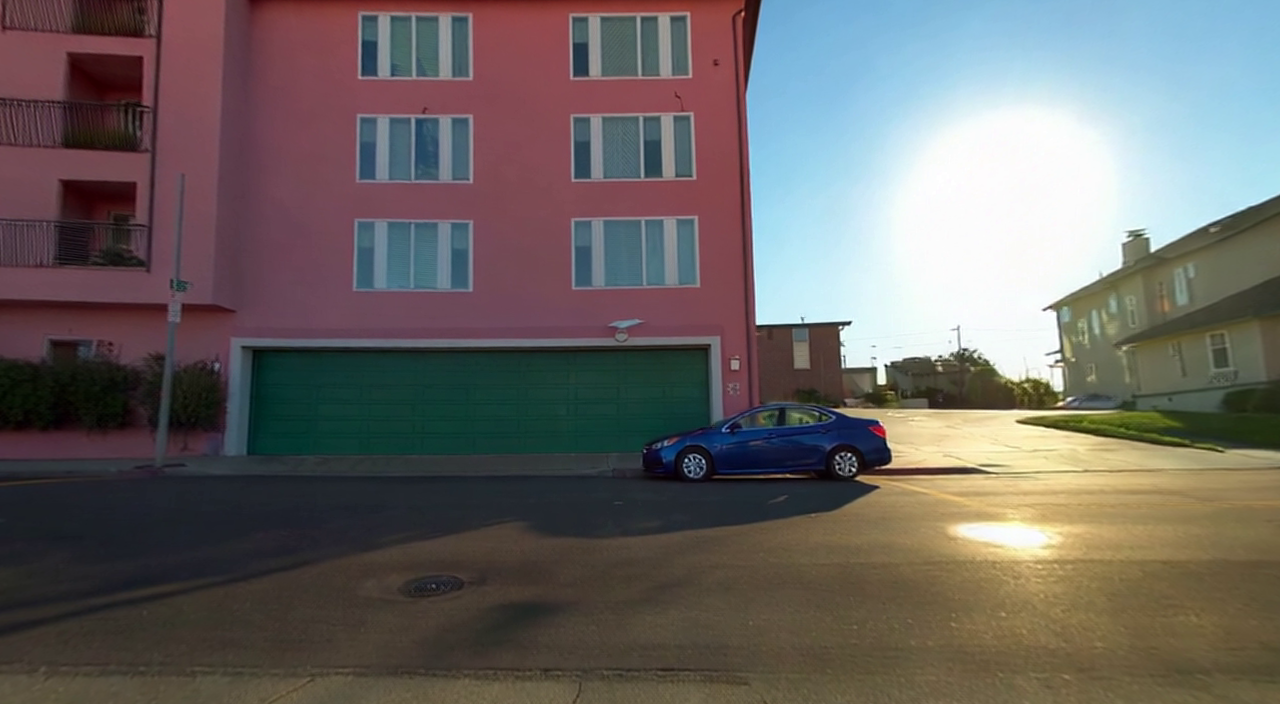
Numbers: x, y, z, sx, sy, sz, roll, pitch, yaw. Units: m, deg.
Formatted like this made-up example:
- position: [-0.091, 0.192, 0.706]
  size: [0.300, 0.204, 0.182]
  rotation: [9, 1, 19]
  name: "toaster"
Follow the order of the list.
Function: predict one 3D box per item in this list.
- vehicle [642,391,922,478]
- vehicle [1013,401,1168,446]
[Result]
- position: [2.400, 1.529, 11.631]
  size: [4.697, 1.444, 1.825]
  rotation: [0, -8, 0]
  name: "vehicle"
- position: [15.813, 2.565, 22.325]
  size: [3.905, 1.475, 2.057]
  rotation: [0, -8, -1]
  name: "vehicle"
